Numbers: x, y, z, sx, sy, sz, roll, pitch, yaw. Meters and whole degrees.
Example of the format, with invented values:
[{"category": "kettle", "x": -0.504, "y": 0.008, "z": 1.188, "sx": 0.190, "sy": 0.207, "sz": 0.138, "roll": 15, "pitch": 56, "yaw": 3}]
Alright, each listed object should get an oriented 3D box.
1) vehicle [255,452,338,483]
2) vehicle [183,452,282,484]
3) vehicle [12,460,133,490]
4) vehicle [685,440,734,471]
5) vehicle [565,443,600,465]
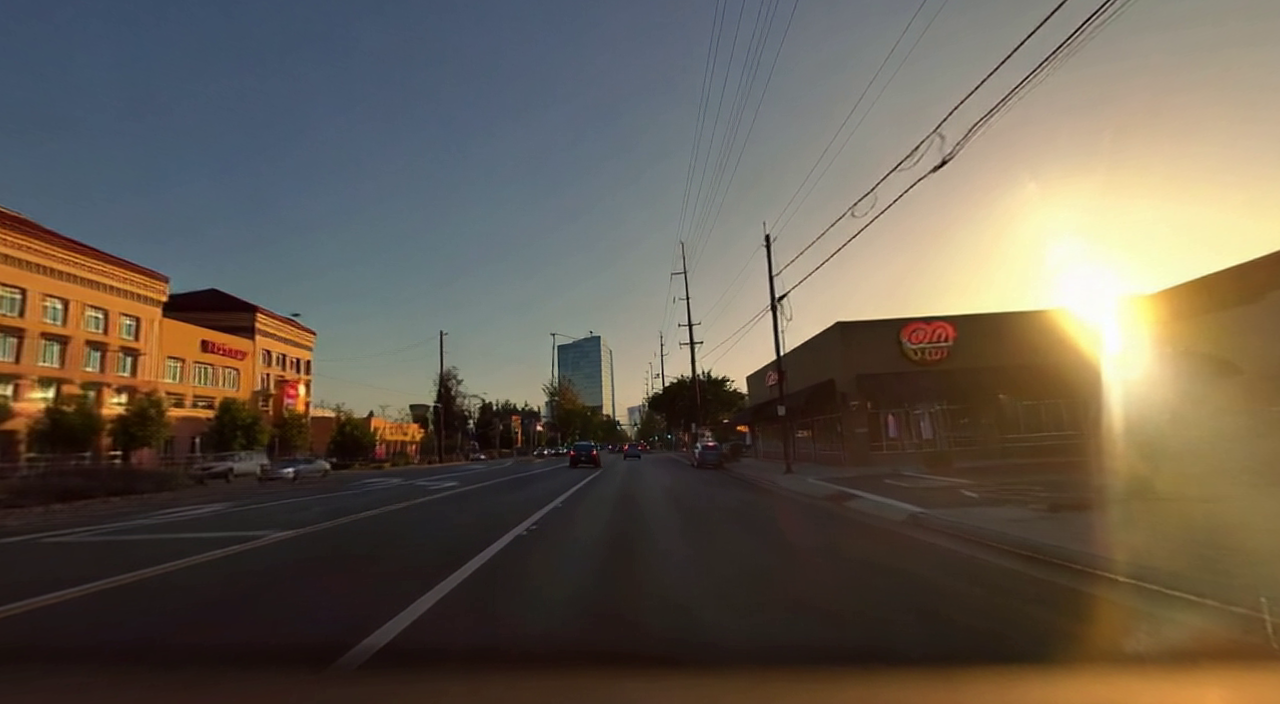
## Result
[{"category": "vehicle", "x": -18.418, "y": 6.188, "z": 34.159, "sx": 1.990, "sy": 1.500, "sz": 4.467, "roll": 0, "pitch": -9, "yaw": 0}, {"category": "vehicle", "x": -25.832, "y": 7.321, "z": 40.204, "sx": 2.239, "sy": 1.802, "sz": 4.652, "roll": -5, "pitch": -10, "yaw": 28}, {"category": "vehicle", "x": -31.133, "y": 6.733, "z": 34.746, "sx": 4.720, "sy": 1.556, "sz": 2.070, "roll": -1, "pitch": -9, "yaw": 3}, {"category": "vehicle", "x": 3.567, "y": 5.434, "z": 33.295, "sx": 1.922, "sy": 1.507, "sz": 4.824, "roll": 0, "pitch": -9, "yaw": -1}, {"category": "vehicle", "x": -4.249, "y": 7.612, "z": 47.197, "sx": 2.179, "sy": 1.490, "sz": 4.742, "roll": 0, "pitch": -9, "yaw": 0}]
